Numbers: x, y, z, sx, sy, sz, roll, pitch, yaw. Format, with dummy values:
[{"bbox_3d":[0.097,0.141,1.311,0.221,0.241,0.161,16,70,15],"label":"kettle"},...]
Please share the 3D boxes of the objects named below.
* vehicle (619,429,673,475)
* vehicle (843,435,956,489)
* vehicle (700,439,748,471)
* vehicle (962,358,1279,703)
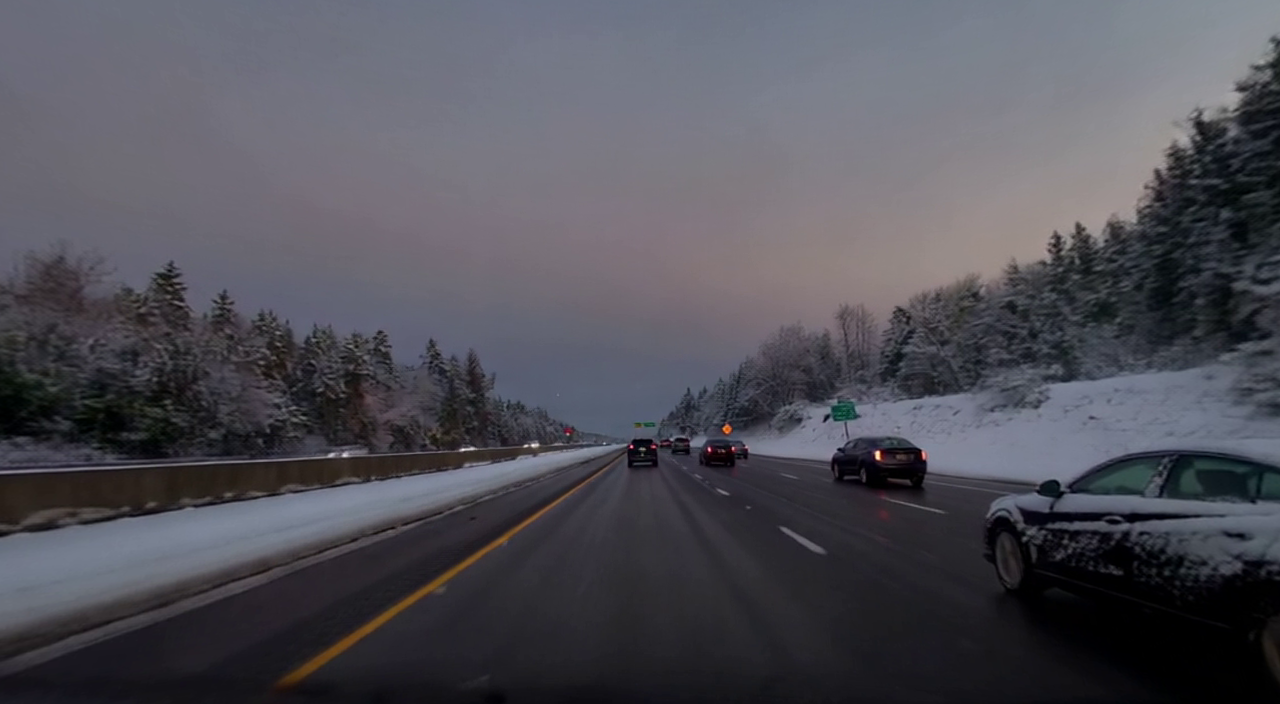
[{"bbox_3d":[0.224,4.335,27.562,2.189,1.852,4.038,0,-8,0],"label":"vehicle"},{"bbox_3d":[8.087,3.459,20.146,1.810,1.516,4.183,0,-8,0],"label":"vehicle"},{"bbox_3d":[4.204,5.190,32.104,1.825,1.487,4.034,0,-8,-1],"label":"vehicle"},{"bbox_3d":[3.734,0.916,3.085,2.003,1.661,4.418,-1,-8,1],"label":"vehicle"}]
